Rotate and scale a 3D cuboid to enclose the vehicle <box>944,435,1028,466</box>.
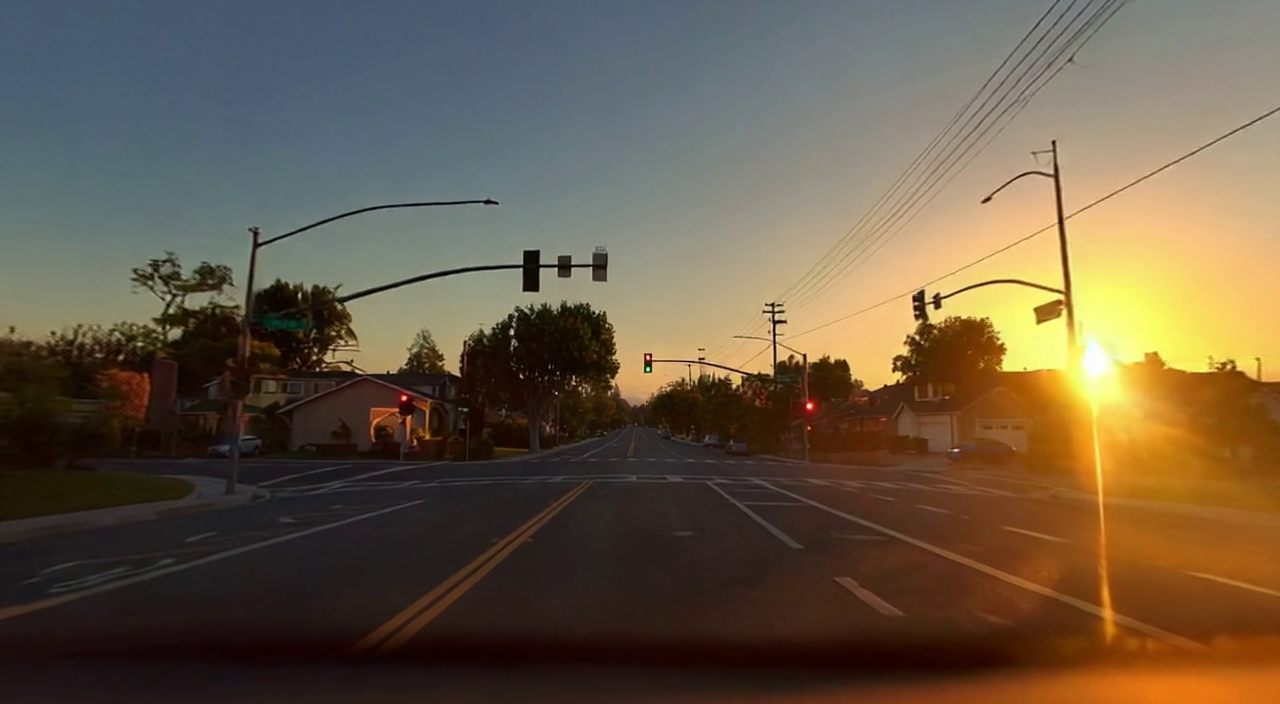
[{"bbox_3d":[22.970,6.557,42.108,2.030,1.927,4.853,2,-9,-14],"label":"vehicle"}]
